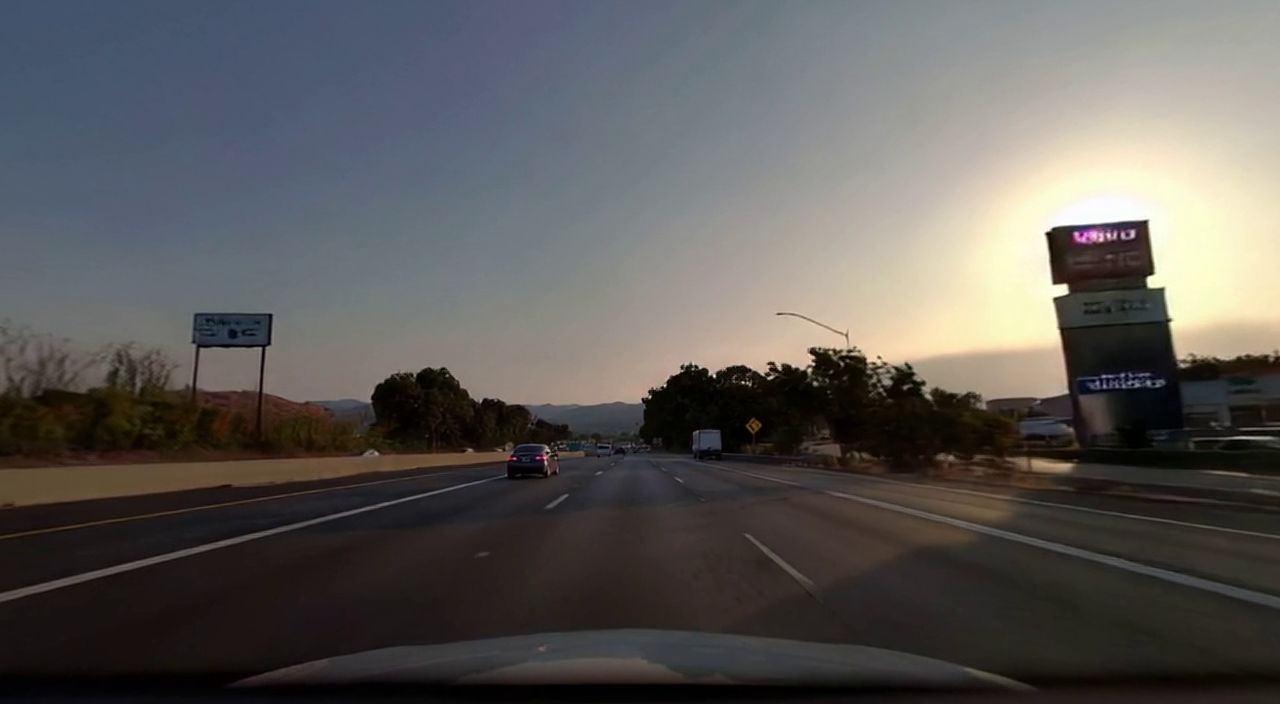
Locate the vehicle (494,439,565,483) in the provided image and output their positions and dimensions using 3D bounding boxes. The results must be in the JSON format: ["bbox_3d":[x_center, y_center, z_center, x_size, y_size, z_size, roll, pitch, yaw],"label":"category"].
[{"bbox_3d":[-4.133,4.132,24.249,1.939,1.508,4.272,0,-8,0],"label":"vehicle"}]

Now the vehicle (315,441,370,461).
[{"bbox_3d":[-23.347,7.800,49.752,1.964,1.458,4.729,0,-8,1],"label":"vehicle"}]
